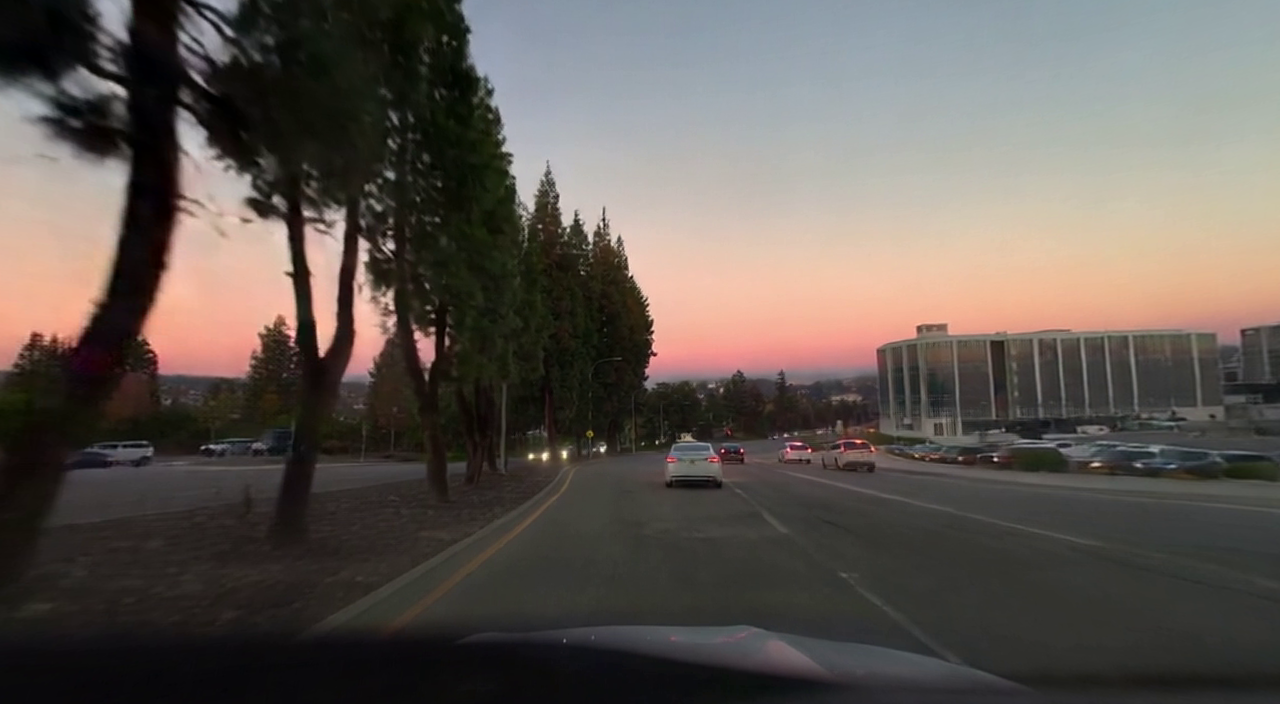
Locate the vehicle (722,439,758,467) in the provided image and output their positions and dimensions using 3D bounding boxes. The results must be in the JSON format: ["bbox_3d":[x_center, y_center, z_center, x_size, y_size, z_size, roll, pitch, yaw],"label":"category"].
[{"bbox_3d":[6.828,6.912,43.348,1.976,1.796,4.159,0,-9,3],"label":"vehicle"}]

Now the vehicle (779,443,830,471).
[{"bbox_3d":[9.474,6.047,36.536,1.928,1.488,4.361,0,-9,2],"label":"vehicle"}]

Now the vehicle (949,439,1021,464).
[{"bbox_3d":[26.730,7.676,48.784,4.719,1.851,1.920,2,-9,-15],"label":"vehicle"}]

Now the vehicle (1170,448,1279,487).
[{"bbox_3d":[23.541,4.433,24.442,1.658,1.363,4.223,2,-9,-15],"label":"vehicle"}]

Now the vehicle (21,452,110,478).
[{"bbox_3d":[-35.950,7.045,39.550,1.880,1.535,4.620,2,-9,-11],"label":"vehicle"}]

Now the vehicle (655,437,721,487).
[{"bbox_3d":[1.648,3.934,22.789,2.145,1.603,4.369,0,-9,2],"label":"vehicle"}]

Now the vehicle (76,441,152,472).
[{"bbox_3d":[-37.495,7.469,45.057,2.208,2.008,5.391,2,-9,-18],"label":"vehicle"}]
